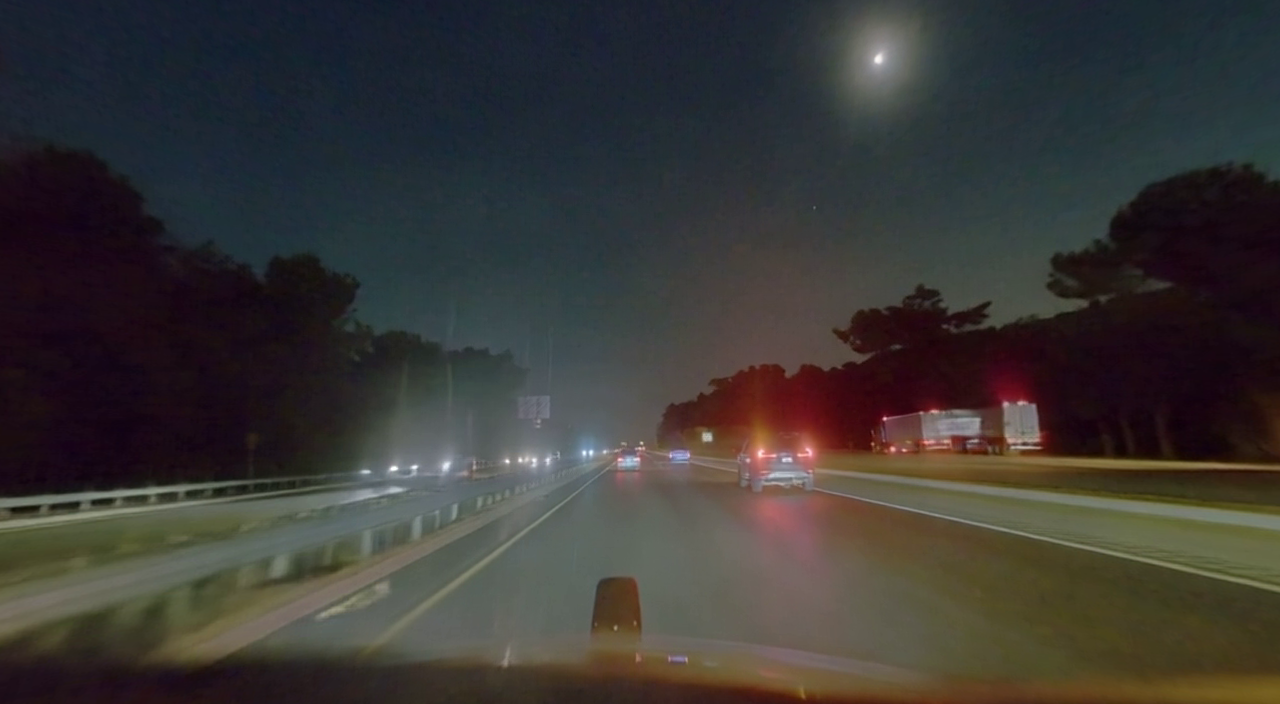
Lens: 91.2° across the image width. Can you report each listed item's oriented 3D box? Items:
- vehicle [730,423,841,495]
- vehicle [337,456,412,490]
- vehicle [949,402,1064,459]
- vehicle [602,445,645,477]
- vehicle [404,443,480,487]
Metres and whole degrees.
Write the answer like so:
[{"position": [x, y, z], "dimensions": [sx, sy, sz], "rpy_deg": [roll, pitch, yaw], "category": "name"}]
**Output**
[{"position": [4.322, 3.293, 19.561], "dimensions": [2.261, 1.952, 4.784], "rpy_deg": [0, -9, -1], "category": "vehicle"}, {"position": [-13.265, 6.068, 31.643], "dimensions": [1.955, 1.511, 4.111], "rpy_deg": [0, -9, 0], "category": "vehicle"}, {"position": [27.014, 6.035, 47.004], "dimensions": [2.971, 3.746, 10.126], "rpy_deg": [-1, -9, 3], "category": "vehicle"}, {"position": [-0.806, 5.498, 31.818], "dimensions": [2.029, 1.483, 3.769], "rpy_deg": [0, -9, -1], "category": "vehicle"}, {"position": [-9.150, 5.238, 29.367], "dimensions": [2.126, 1.851, 4.357], "rpy_deg": [0, -9, 0], "category": "vehicle"}]
